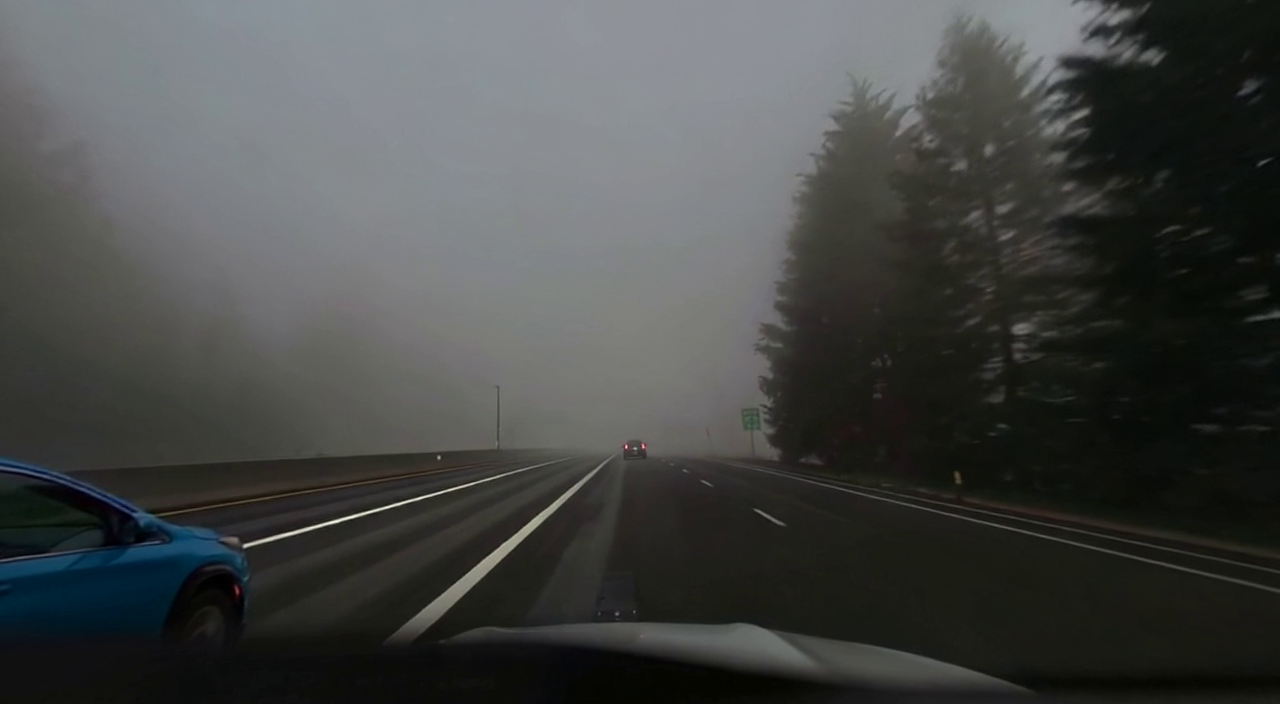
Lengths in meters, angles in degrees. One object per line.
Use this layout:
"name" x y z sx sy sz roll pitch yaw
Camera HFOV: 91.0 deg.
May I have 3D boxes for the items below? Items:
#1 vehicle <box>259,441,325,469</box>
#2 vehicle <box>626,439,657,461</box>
"vehicle" -22.729 6.739 41.271 1.892 1.697 4.297 -1 -8 -1
"vehicle" 0.076 6.881 44.281 2.028 1.440 3.690 0 -8 -1
